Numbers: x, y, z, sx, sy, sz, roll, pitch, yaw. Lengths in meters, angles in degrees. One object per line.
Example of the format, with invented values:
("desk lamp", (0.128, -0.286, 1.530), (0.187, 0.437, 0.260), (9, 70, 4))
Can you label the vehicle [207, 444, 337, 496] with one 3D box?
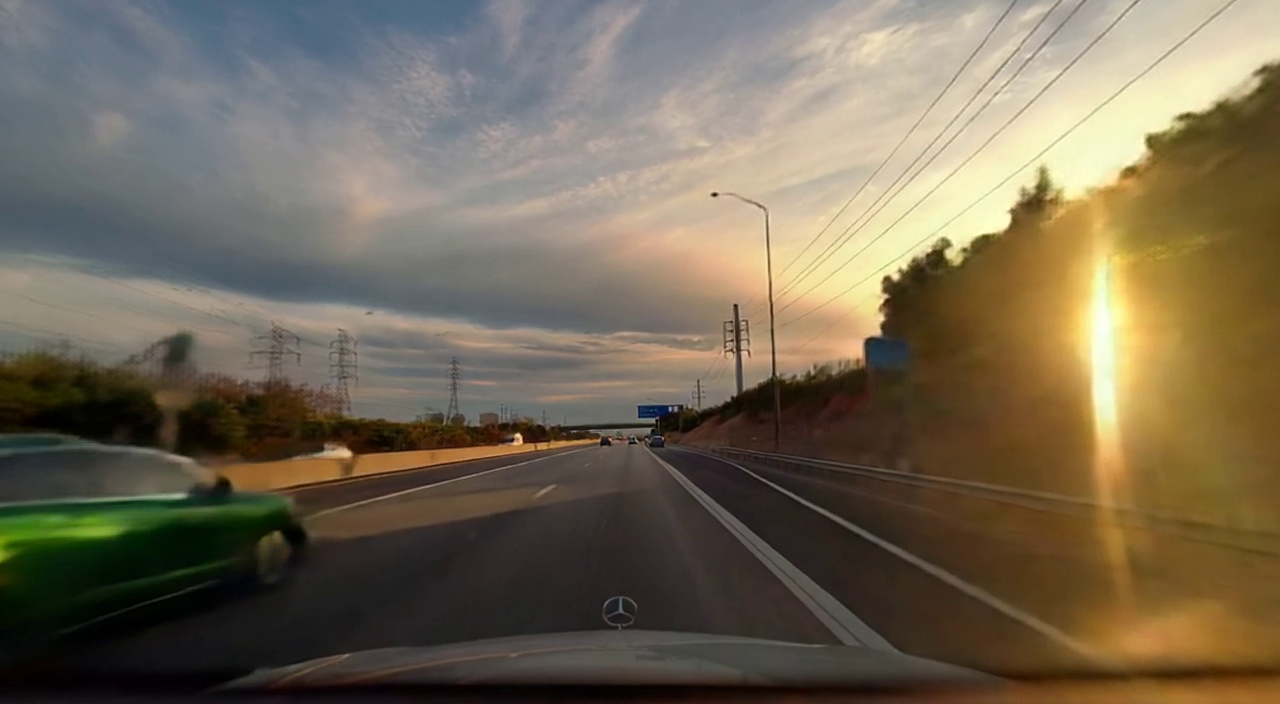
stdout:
("vehicle", (-11.773, 3.750, 20.503), (1.755, 1.466, 4.208), (0, -8, -1))

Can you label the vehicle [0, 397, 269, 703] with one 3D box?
("vehicle", (-3.809, 0.910, 2.246), (2.016, 1.543, 4.870), (0, -8, 0))
